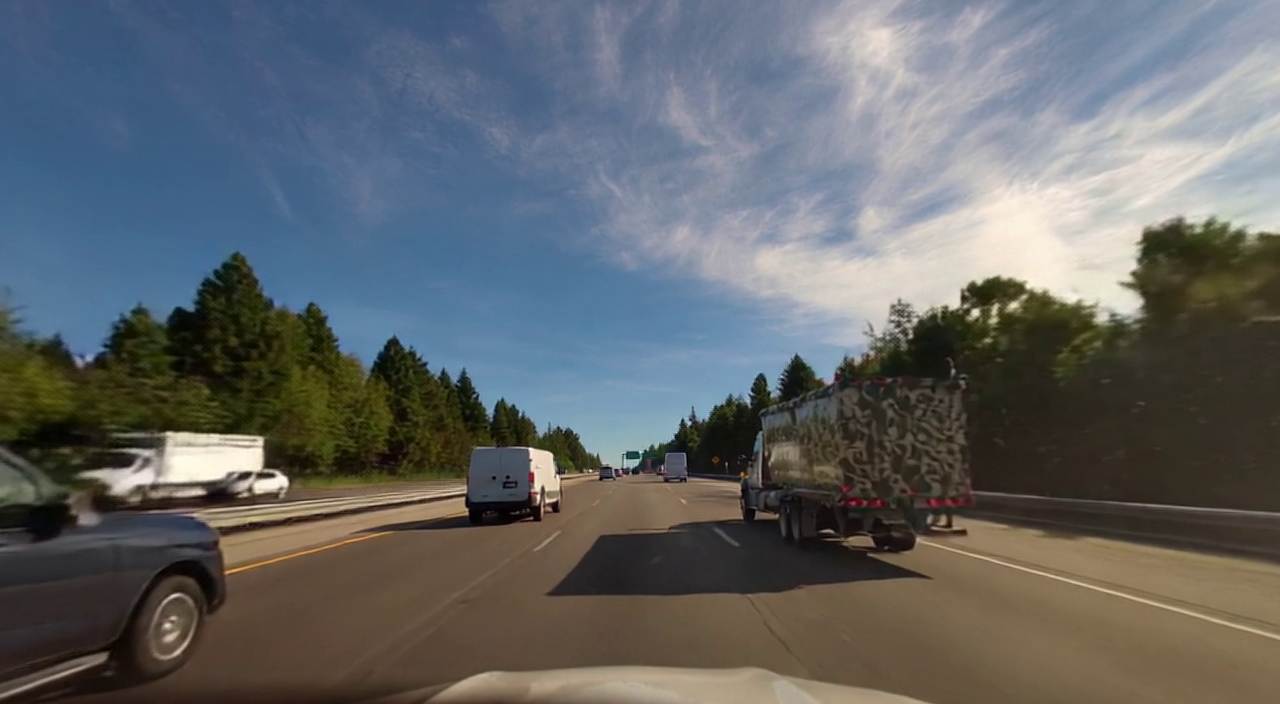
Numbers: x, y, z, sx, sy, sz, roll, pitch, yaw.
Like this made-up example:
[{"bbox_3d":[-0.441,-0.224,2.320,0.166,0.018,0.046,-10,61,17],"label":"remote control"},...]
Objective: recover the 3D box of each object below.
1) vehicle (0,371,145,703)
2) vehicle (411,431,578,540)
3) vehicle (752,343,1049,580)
[{"bbox_3d":[-3.844,0.653,1.301,2.124,1.671,4.262,1,-10,-1],"label":"vehicle"},{"bbox_3d":[-2.897,2.892,14.067,2.378,1.930,5.086,0,-10,1],"label":"vehicle"},{"bbox_3d":[3.762,1.839,10.678,2.703,2.988,5.097,1,-11,-1],"label":"vehicle"}]
